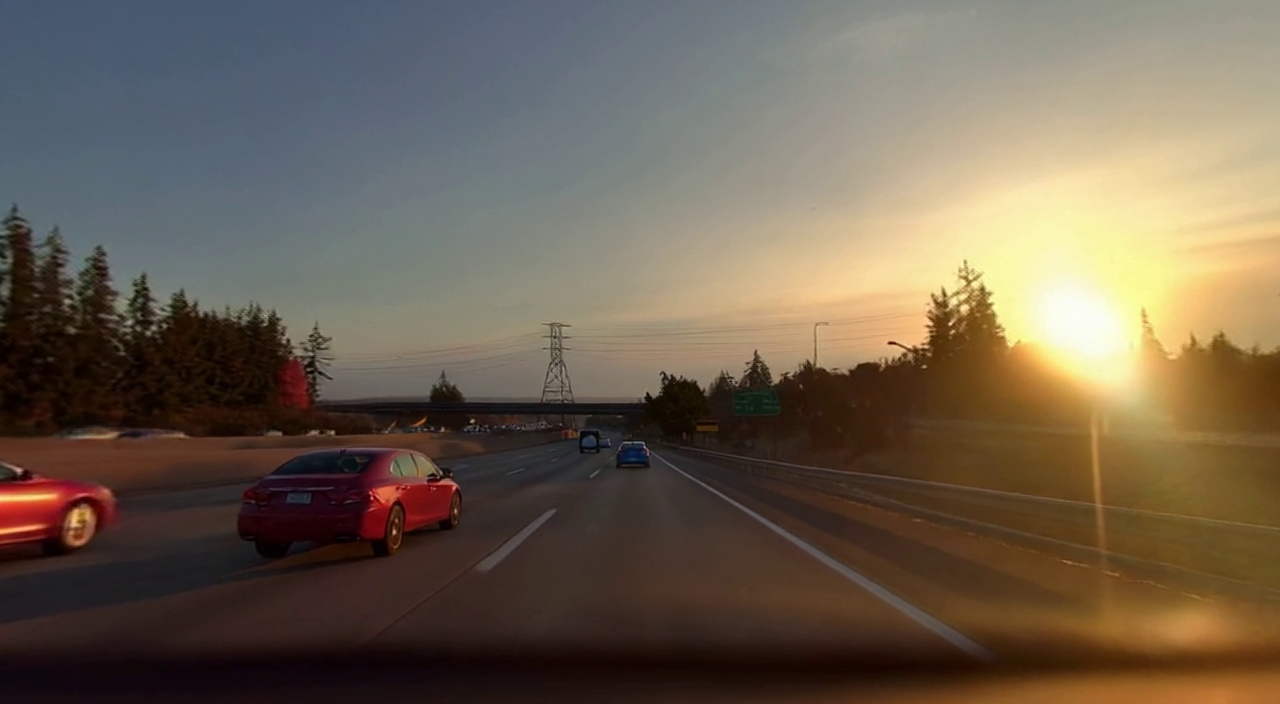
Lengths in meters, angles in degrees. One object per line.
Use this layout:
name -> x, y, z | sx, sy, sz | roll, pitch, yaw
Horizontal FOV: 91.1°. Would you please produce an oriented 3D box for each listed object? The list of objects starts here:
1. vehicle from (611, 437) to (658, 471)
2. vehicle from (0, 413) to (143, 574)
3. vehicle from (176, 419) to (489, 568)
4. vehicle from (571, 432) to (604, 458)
vehicle -> -0.241, 4.605, 28.541 | 1.954, 1.460, 3.983 | 0, -8, 0
vehicle -> -7.495, 1.349, 5.772 | 1.968, 1.614, 4.674 | 0, -8, 1
vehicle -> -3.732, 1.798, 8.828 | 2.035, 1.514, 4.600 | 0, -8, 1
vehicle -> -3.879, 7.001, 47.220 | 2.174, 1.806, 3.932 | 0, -8, -1
